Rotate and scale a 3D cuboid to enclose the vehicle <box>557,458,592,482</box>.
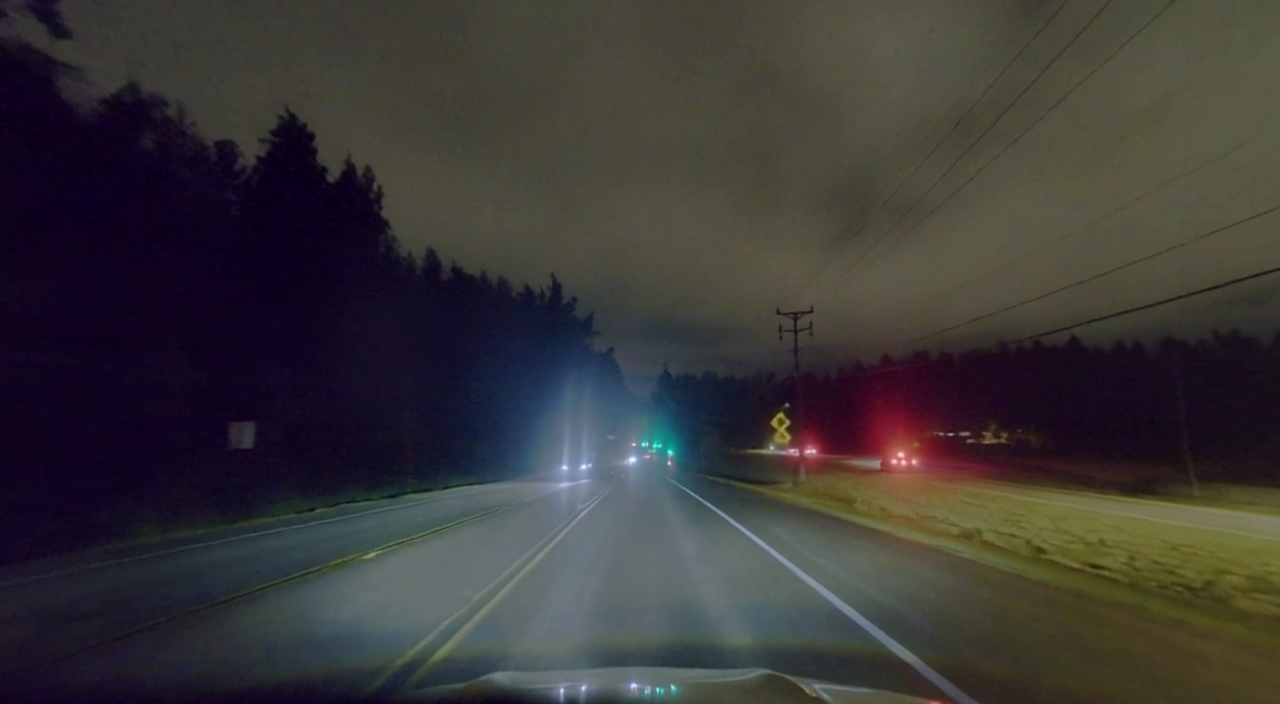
[{"bbox_3d":[-4.748,8.595,46.195,2.000,1.546,4.342,0,-8,1],"label":"vehicle"}]
